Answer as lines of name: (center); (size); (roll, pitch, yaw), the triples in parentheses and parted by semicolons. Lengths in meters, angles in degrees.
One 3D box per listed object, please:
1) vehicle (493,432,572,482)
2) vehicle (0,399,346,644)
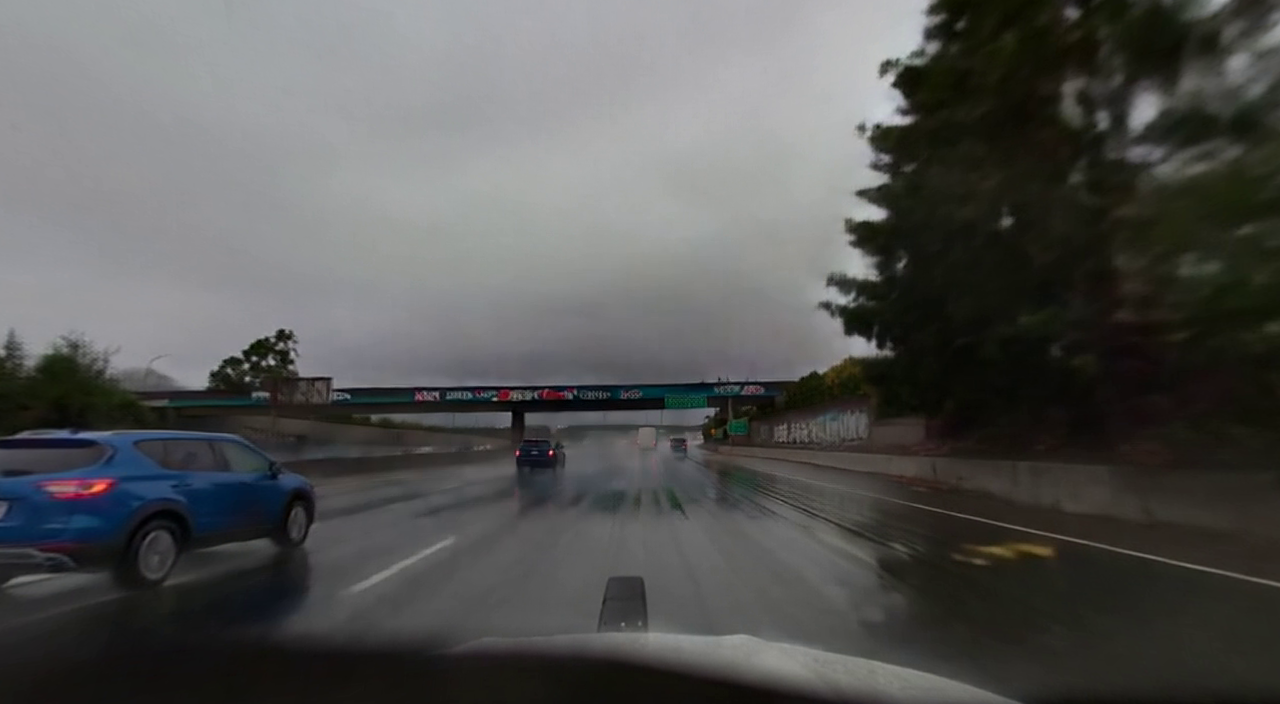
vehicle: (-3.962, 3.959, 23.948); (2.154, 1.693, 4.394); (0, -8, 1)
vehicle: (-4.886, 1.427, 6.260); (1.969, 1.633, 3.962); (0, -8, 0)
